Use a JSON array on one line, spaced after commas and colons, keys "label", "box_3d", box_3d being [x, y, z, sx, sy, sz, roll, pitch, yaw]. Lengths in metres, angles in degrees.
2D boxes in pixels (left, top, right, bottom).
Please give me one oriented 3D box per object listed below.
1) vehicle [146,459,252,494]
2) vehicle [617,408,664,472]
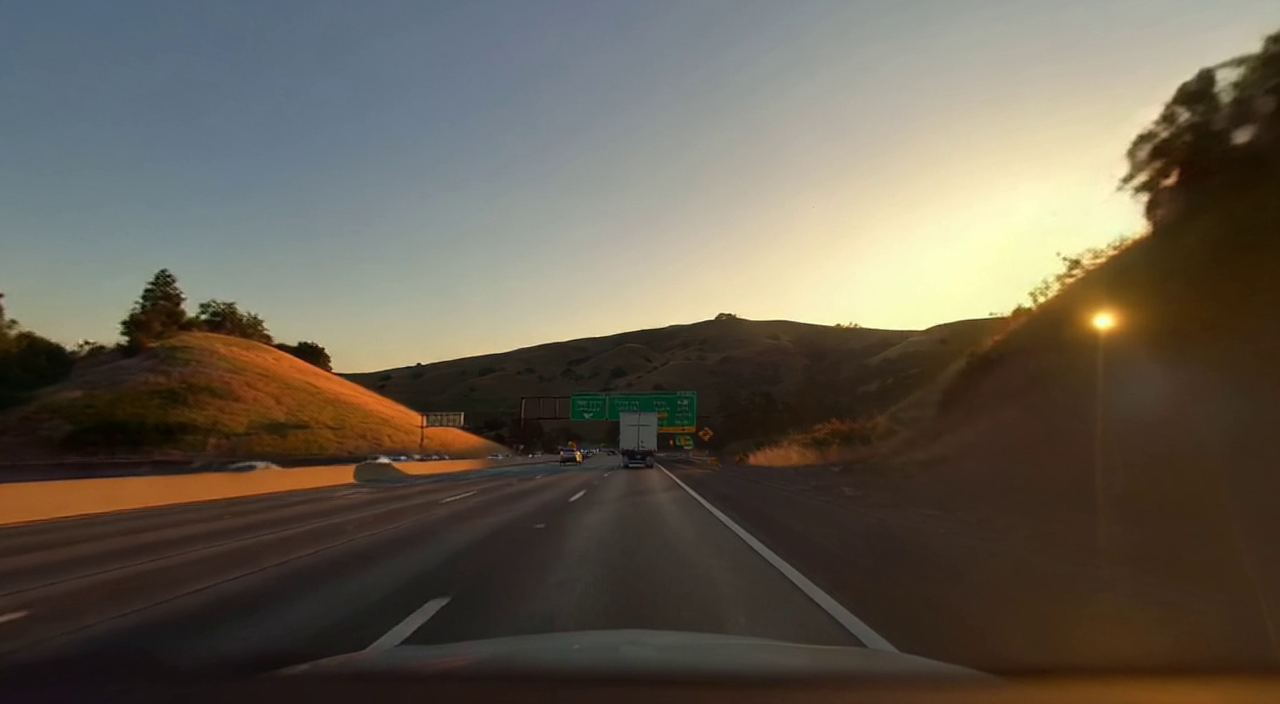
[{"label": "vehicle", "box_3d": [-21.577, 6.095, 31.060, 1.926, 1.503, 4.481, 0, -9, 1]}, {"label": "vehicle", "box_3d": [0.126, 6.568, 46.555, 3.039, 4.131, 11.822, 0, -9, 1]}]
